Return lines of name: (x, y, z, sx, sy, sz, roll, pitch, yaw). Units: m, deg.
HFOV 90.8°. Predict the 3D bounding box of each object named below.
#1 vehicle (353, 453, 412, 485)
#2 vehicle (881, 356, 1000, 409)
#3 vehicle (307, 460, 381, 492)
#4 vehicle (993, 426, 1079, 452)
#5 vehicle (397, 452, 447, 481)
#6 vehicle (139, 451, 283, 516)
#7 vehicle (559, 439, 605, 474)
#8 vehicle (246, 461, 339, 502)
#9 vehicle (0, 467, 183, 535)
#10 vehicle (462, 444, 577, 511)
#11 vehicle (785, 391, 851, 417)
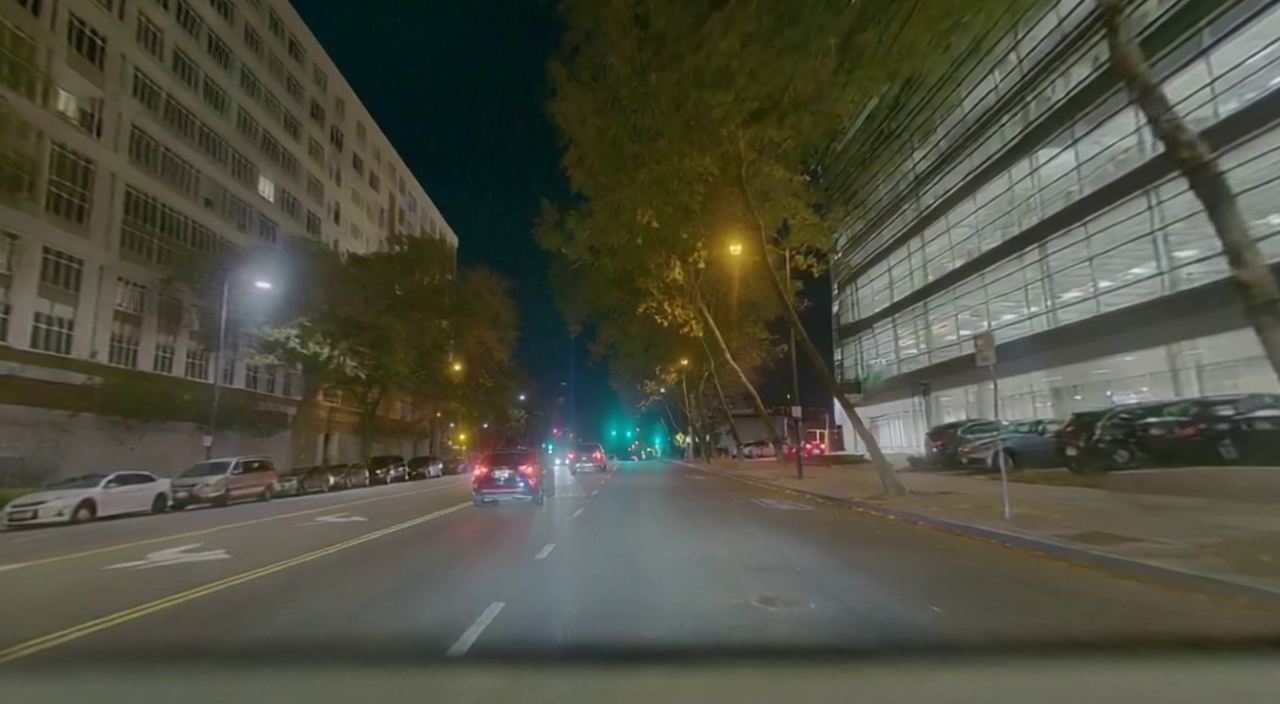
vehicle: (-16.108, 7.328, 39.787, 1.897, 1.805, 4.538, 0, -8, -2)
vehicle: (12.514, 1.319, 26.508, 3.932, 1.743, 1.695, -5, -8, 3)
vehicle: (-15.848, 6.619, 34.119, 1.871, 1.485, 4.573, 0, -8, -1)
vehicle: (25.521, 5.624, 40.780, 4.215, 1.545, 1.897, 0, -8, 0)
vehicle: (-16.171, 8.465, 47.037, 2.079, 1.847, 4.592, -5, -9, -1)
vehicle: (-15.601, 4.747, 23.399, 2.129, 1.967, 4.907, -4, -9, -3)
vehicle: (-3.254, 5.954, 36.307, 2.190, 1.840, 4.720, 0, -8, 0)
vehicle: (-15.672, 5.831, 28.787, 1.942, 1.431, 4.553, -5, -9, -3)
vehicle: (-15.687, 4.171, 18.121, 1.775, 1.461, 4.433, -3, -9, 2)
vehicle: (-2.866, 3.074, 16.032, 2.051, 1.454, 4.132, 0, -8, 1)
vehicle: (11.821, 3.503, 42.075, 3.827, 1.556, 1.730, -1, -9, 0)
